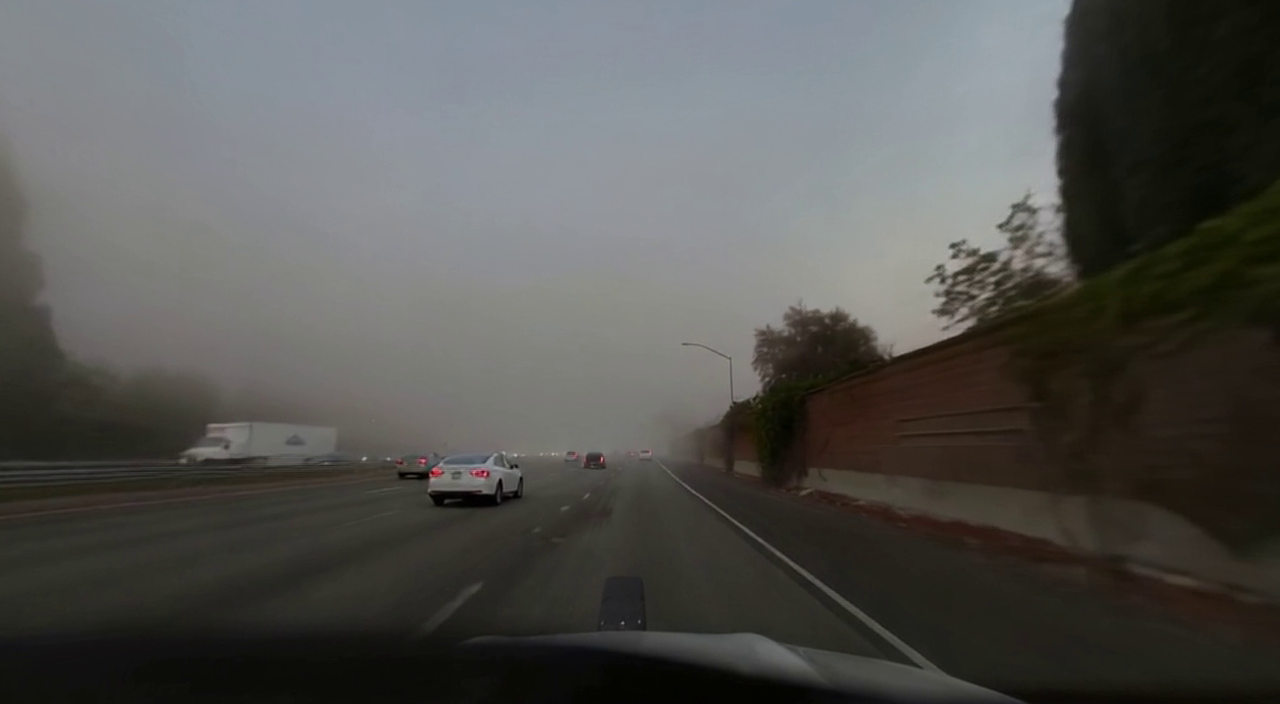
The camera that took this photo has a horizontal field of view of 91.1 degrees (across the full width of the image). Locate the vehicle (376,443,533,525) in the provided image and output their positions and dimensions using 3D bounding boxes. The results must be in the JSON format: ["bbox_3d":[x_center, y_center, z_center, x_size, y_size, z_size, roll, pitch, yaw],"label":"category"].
[{"bbox_3d":[-3.832,2.819,13.999,1.945,1.484,4.803,-1,-9,1],"label":"vehicle"}]

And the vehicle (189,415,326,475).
[{"bbox_3d":[-28.041,7.010,47.091,2.980,3.886,11.254,-1,-9,1],"label":"vehicle"}]

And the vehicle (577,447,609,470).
[{"bbox_3d":[-3.578,8.155,48.202,2.036,1.636,4.511,0,-9,1],"label":"vehicle"}]

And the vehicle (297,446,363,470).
[{"bbox_3d":[-24.258,8.329,49.361,2.157,1.741,5.728,-1,-9,1],"label":"vehicle"}]
